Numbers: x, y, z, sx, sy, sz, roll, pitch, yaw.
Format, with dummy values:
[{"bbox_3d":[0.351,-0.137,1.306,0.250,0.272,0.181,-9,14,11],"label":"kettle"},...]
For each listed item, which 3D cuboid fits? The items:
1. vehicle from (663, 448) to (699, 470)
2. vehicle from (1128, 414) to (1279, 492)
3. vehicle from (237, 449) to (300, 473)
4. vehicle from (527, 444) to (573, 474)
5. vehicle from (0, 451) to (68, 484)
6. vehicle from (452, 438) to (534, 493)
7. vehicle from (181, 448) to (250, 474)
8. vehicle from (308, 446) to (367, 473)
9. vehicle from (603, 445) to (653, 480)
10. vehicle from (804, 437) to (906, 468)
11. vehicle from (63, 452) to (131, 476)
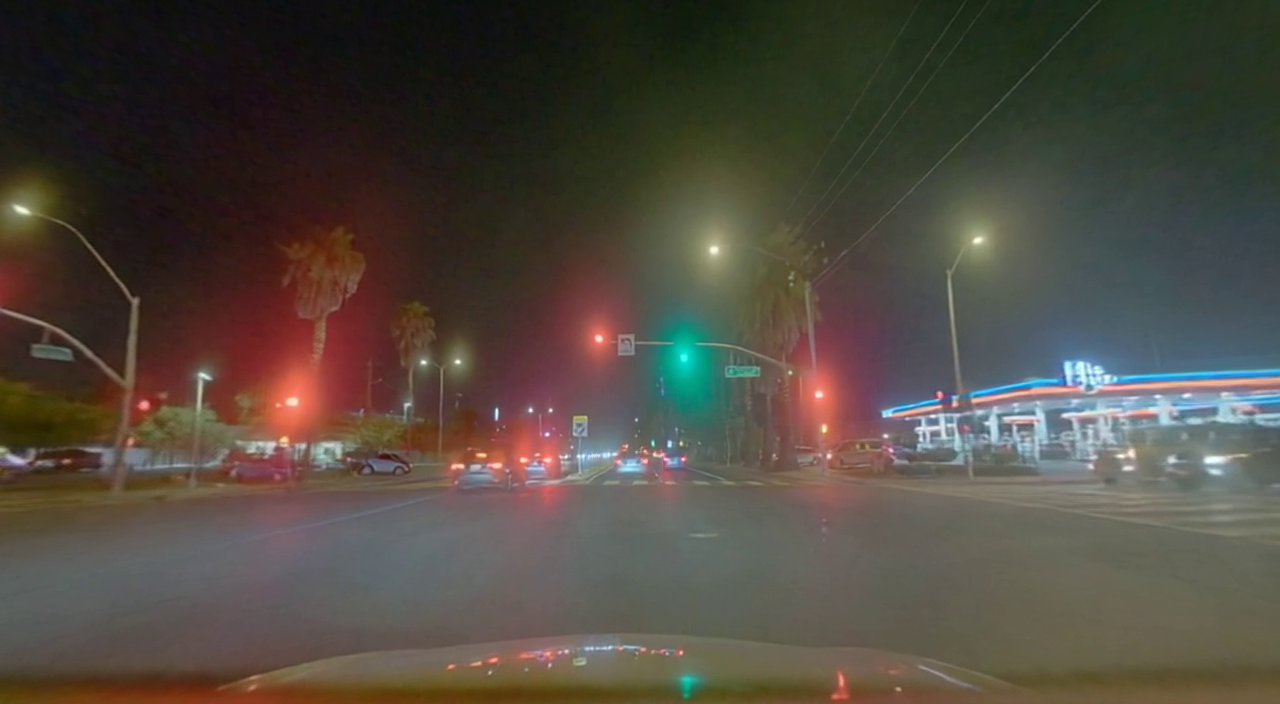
[{"bbox_3d":[2.766,7.348,43.666,2.060,1.471,4.168,0,-9,-2],"label":"vehicle"},{"bbox_3d":[17.107,2.774,17.555,5.173,1.976,2.223,0,-9,0],"label":"vehicle"},{"bbox_3d":[-27.277,8.017,46.618,1.969,1.627,4.508,0,-9,-2],"label":"vehicle"},{"bbox_3d":[-5.326,6.397,38.031,2.060,1.643,4.359,0,-9,1],"label":"vehicle"},{"bbox_3d":[-33.838,6.179,33.966,1.913,1.638,4.553,0,-9,0],"label":"vehicle"},{"bbox_3d":[-5.259,4.068,23.257,2.032,1.747,4.479,-2,-8,-1],"label":"vehicle"},{"bbox_3d":[-31.093,7.989,46.539,2.009,1.790,4.501,0,-9,-2],"label":"vehicle"},{"bbox_3d":[-22.020,7.835,46.302,2.061,1.816,4.979,0,-9,-3],"label":"vehicle"},{"bbox_3d":[-0.569,5.124,29.686,2.160,1.508,4.319,0,-9,-1],"label":"vehicle"},{"bbox_3d":[13.665,6.406,40.440,5.718,1.911,2.088,0,-9,-2],"label":"vehicle"},{"bbox_3d":[-40.325,8.284,47.113,1.791,1.696,3.791,0,-9,-3],"label":"vehicle"}]
